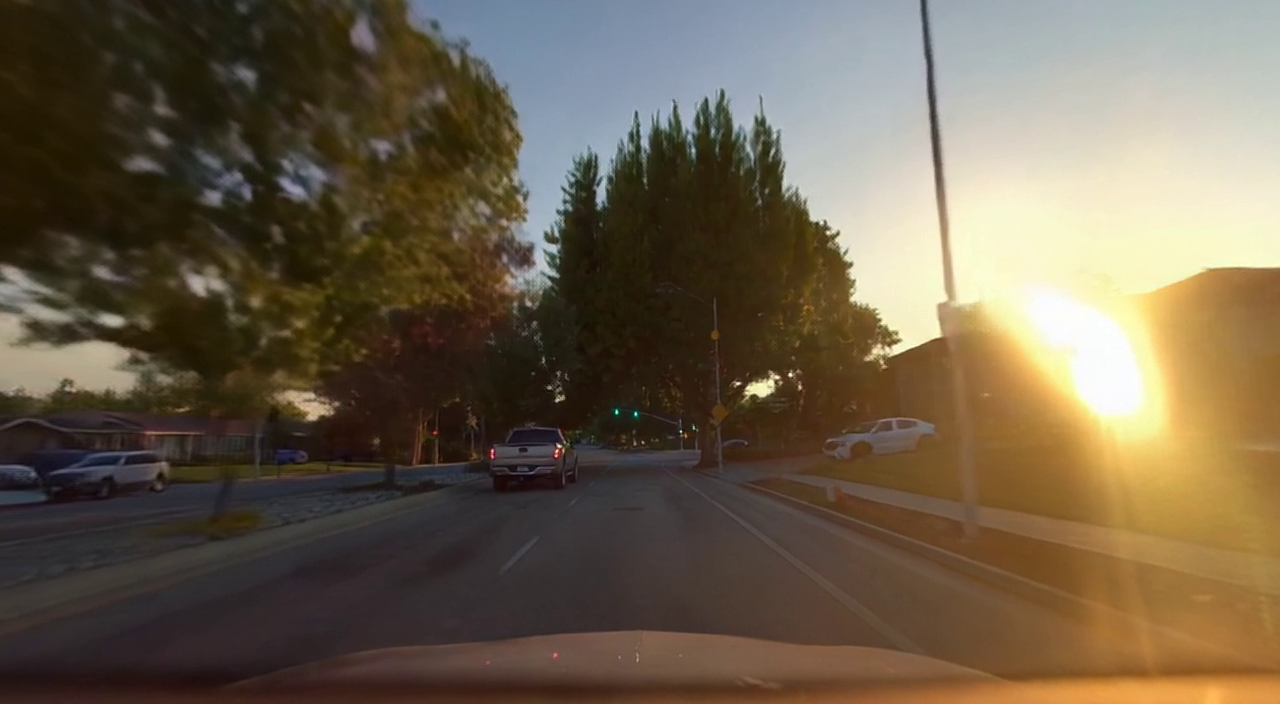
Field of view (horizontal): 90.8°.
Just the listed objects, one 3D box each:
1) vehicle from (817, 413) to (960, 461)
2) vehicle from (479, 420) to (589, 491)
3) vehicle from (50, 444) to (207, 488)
[{"bbox_3d":[10.040,3.480,25.776,4.882,1.839,2.243,1,-9,-7],"label":"vehicle"},{"bbox_3d":[-3.239,3.371,20.822,2.508,2.001,5.880,0,-9,1],"label":"vehicle"},{"bbox_3d":[-21.305,4.741,26.490,4.669,1.745,2.156,0,-9,1],"label":"vehicle"}]
